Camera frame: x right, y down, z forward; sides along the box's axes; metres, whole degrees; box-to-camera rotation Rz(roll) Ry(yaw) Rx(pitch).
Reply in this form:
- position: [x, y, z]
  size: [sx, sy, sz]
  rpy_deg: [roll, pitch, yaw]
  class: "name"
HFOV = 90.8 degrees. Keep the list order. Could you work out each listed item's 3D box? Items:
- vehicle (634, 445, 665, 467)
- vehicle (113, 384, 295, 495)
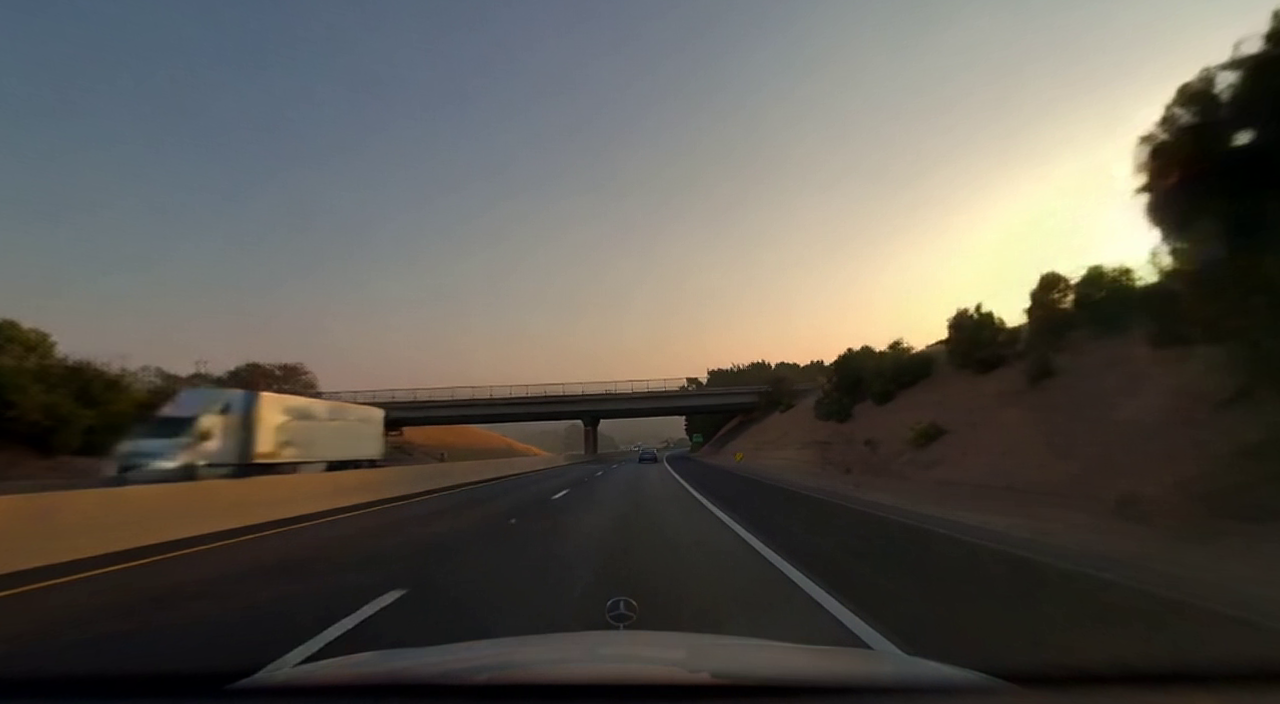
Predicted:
- position: [0.741, 7.832, 47.588]
  size: [2.221, 1.603, 4.149]
  rpy_deg: [0, -9, 1]
  class: "vehicle"
- position: [-17.221, 3.567, 25.550]
  size: [3.024, 3.921, 5.784]
  rpy_deg: [0, -9, 0]
  class: "vehicle"
